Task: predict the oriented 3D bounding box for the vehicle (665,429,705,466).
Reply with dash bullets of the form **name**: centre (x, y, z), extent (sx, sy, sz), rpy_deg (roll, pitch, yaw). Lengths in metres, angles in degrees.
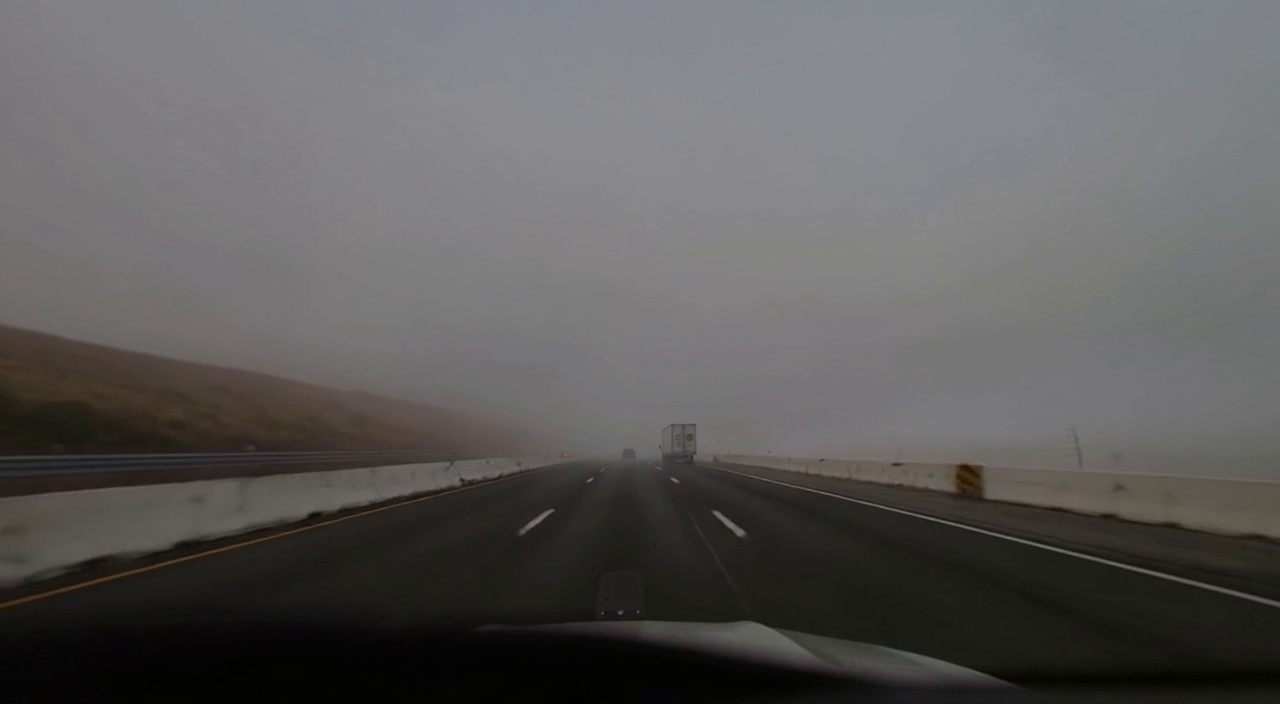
- **vehicle**: centre (3.364, 7.337, 48.323), extent (2.527, 2.682, 4.082), rpy_deg (0, -9, -3)
